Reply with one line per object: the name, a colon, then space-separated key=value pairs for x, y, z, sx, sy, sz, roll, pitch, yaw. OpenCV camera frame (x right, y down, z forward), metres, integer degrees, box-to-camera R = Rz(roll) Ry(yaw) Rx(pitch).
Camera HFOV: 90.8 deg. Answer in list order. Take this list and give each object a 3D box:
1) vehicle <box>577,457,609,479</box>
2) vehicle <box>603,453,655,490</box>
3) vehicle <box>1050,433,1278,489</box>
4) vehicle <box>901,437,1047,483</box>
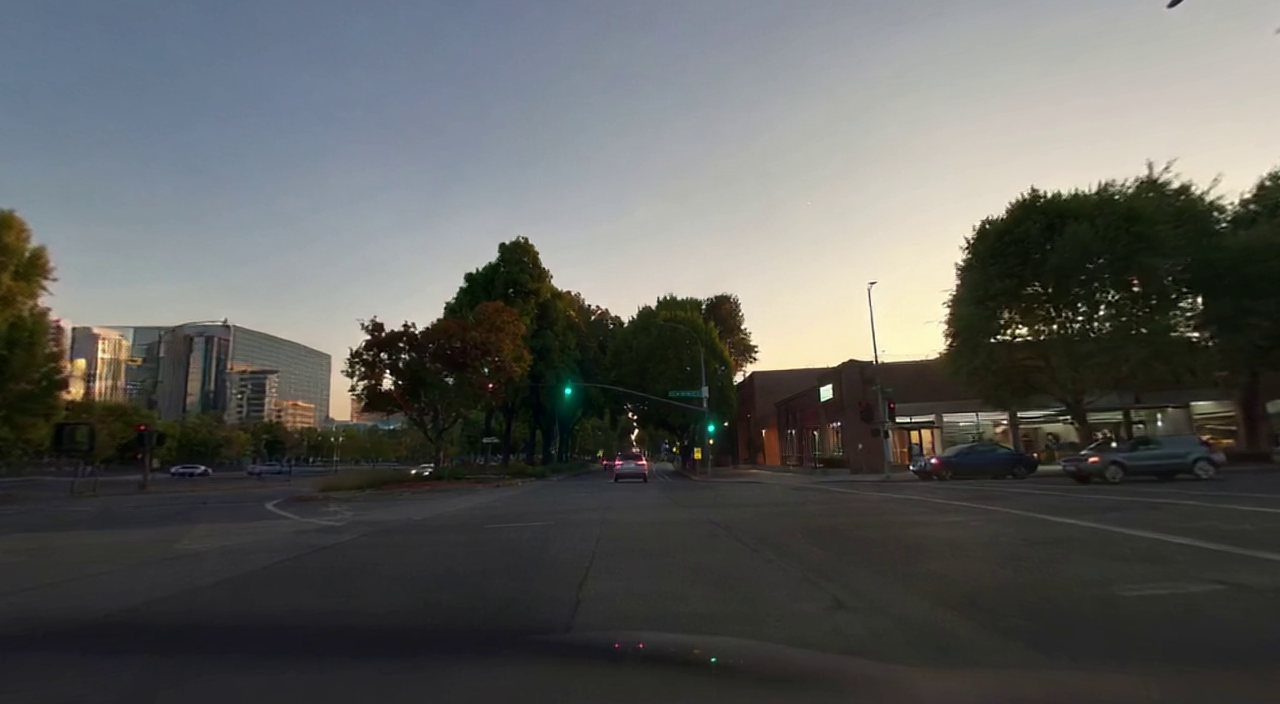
vehicle: x=-3.461 y=8.573 z=46.888 sx=1.967 sy=1.504 sz=4.101 roll=0 pitch=-9 yaw=1
vehicle: x=-0.436 y=5.237 z=27.982 sx=2.115 sy=1.461 sz=3.976 roll=0 pitch=-8 yaw=1
vehicle: x=14.769 y=3.079 z=18.033 sx=4.801 sy=1.473 sz=1.922 roll=0 pitch=-9 yaw=-1
vehicle: x=14.410 y=4.665 z=27.498 sx=5.174 sy=1.878 sz=2.000 roll=0 pitch=-9 yaw=-1
